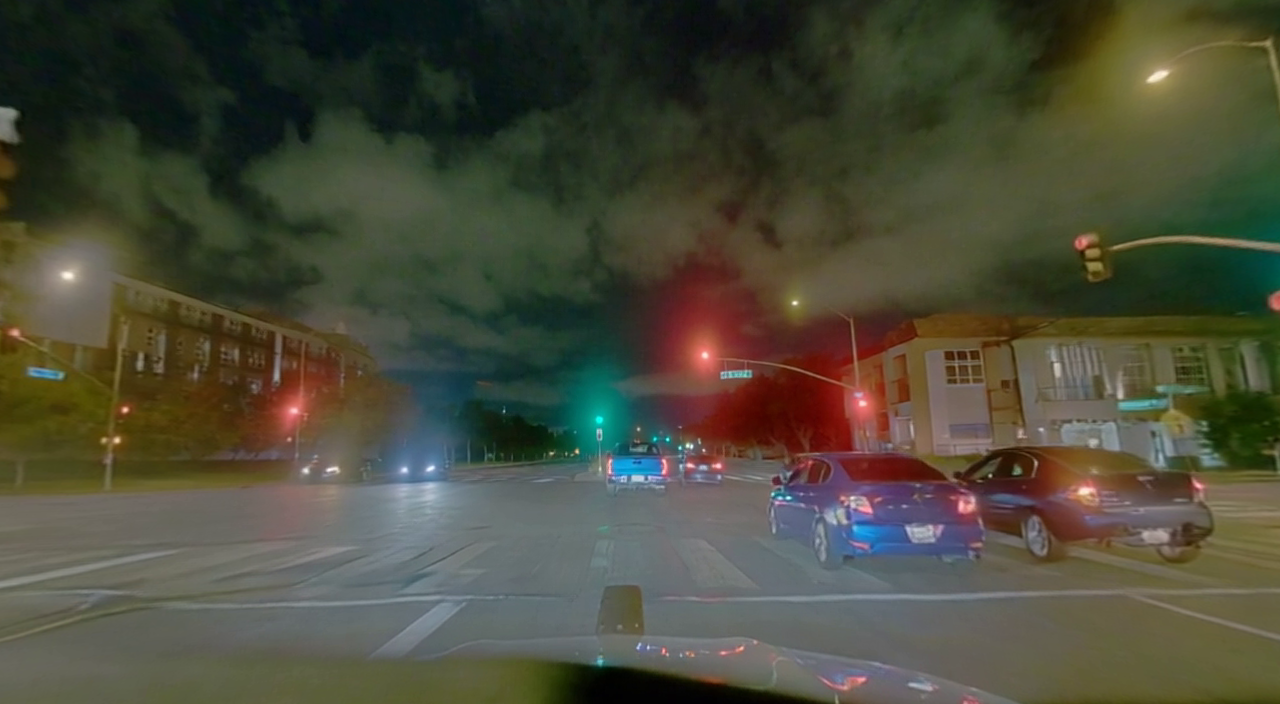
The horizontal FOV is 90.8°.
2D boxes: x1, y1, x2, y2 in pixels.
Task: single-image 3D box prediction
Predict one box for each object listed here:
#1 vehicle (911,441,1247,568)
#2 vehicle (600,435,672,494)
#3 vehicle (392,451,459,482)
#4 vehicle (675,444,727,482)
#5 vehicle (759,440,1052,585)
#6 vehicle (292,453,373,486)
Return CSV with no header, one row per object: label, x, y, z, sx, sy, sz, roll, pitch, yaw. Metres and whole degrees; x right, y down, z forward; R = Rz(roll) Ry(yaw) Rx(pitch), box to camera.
vehicle,6.156,2.135,9.761,1.855,1.469,4.598,0,-8,0
vehicle,-0.160,4.027,23.010,2.344,1.883,4.572,0,-8,-1
vehicle,-11.492,6.154,34.208,1.989,1.459,4.667,0,-8,0
vehicle,2.929,5.464,31.453,2.013,1.742,4.424,0,-8,-2
vehicle,3.152,1.973,8.741,2.057,1.463,4.365,0,-8,-1
vehicle,-15.634,5.958,32.385,1.915,1.491,4.347,0,-8,0
